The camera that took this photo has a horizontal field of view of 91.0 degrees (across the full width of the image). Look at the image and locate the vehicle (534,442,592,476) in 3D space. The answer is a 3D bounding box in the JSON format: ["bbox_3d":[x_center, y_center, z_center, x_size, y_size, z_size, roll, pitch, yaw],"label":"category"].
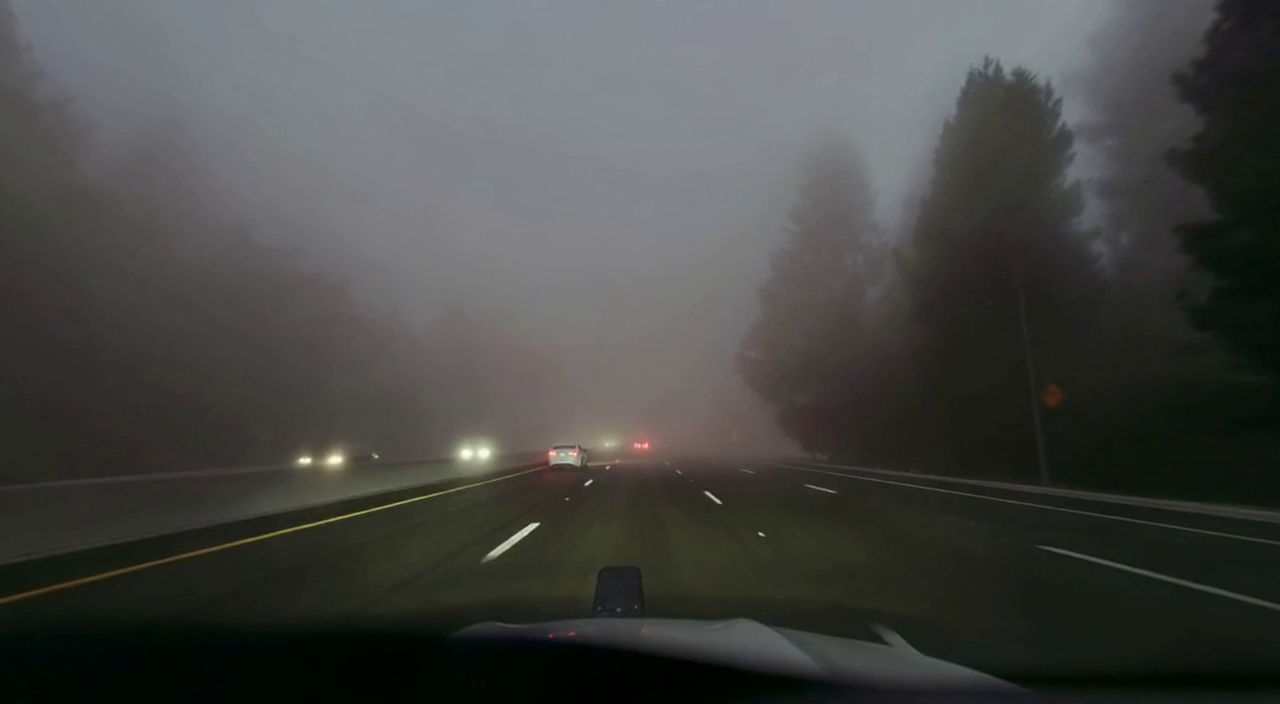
[{"bbox_3d":[-3.638,5.169,30.603,2.162,1.493,4.583,0,-9,1],"label":"vehicle"}]

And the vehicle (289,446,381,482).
[{"bbox_3d":[-14.424,5.302,30.140,1.921,1.555,4.876,0,-9,1],"label":"vehicle"}]
